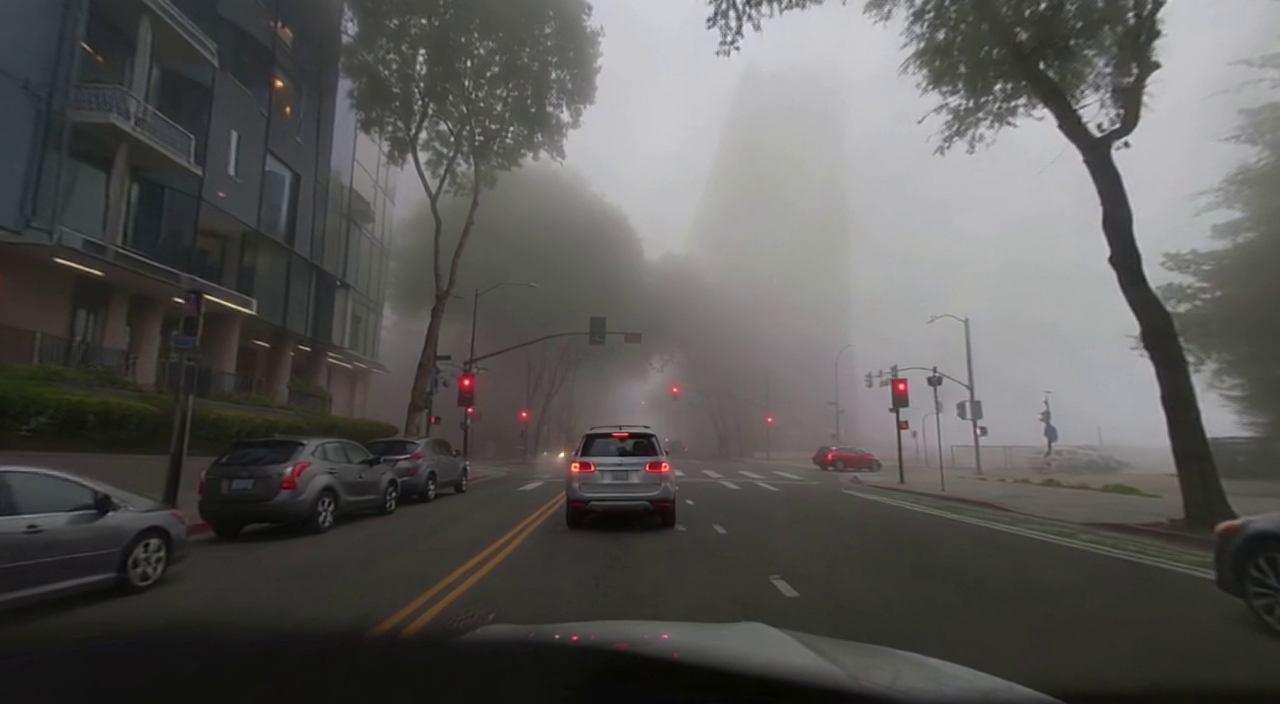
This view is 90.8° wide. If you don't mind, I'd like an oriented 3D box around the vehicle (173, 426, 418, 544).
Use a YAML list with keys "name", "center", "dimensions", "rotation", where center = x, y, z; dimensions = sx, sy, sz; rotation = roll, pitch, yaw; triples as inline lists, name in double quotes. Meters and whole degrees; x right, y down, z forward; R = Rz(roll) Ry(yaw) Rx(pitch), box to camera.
- name: "vehicle"
  center: [-5.780, 2.259, 11.447]
  dimensions: [1.904, 1.684, 4.529]
  rotation: [0, -8, -1]

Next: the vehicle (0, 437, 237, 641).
- name: "vehicle"
  center: [-5.566, 1.389, 4.771]
  dimensions: [1.841, 1.466, 4.364]
  rotation: [-1, -9, 6]

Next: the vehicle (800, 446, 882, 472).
- name: "vehicle"
  center: [12.823, 6.819, 40.377]
  dimensions: [4.638, 1.555, 1.824]
  rotation: [2, -9, -12]

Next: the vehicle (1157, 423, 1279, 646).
- name: "vehicle"
  center: [5.951, 1.226, 3.664]
  dimensions: [2.004, 1.699, 4.525]
  rotation: [0, -9, -1]

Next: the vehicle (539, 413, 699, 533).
- name: "vehicle"
  center: [-0.272, 2.017, 11.010]
  dimensions: [2.258, 1.687, 3.934]
  rotation: [0, -9, 1]
